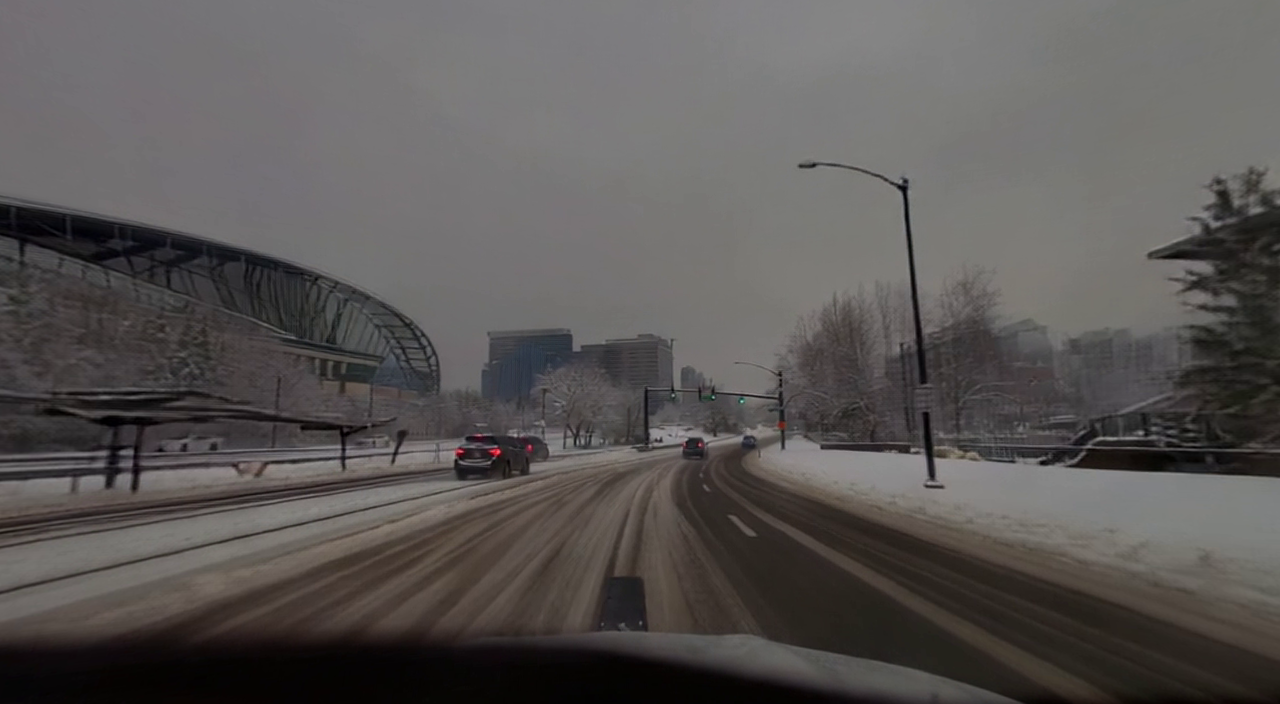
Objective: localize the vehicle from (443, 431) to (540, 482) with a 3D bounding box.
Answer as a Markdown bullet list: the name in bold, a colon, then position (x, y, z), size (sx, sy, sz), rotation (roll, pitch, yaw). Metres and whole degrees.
- **vehicle**: position (-5.405, 3.882, 23.680), size (2.181, 1.728, 4.515), rotation (-1, -9, 5)
